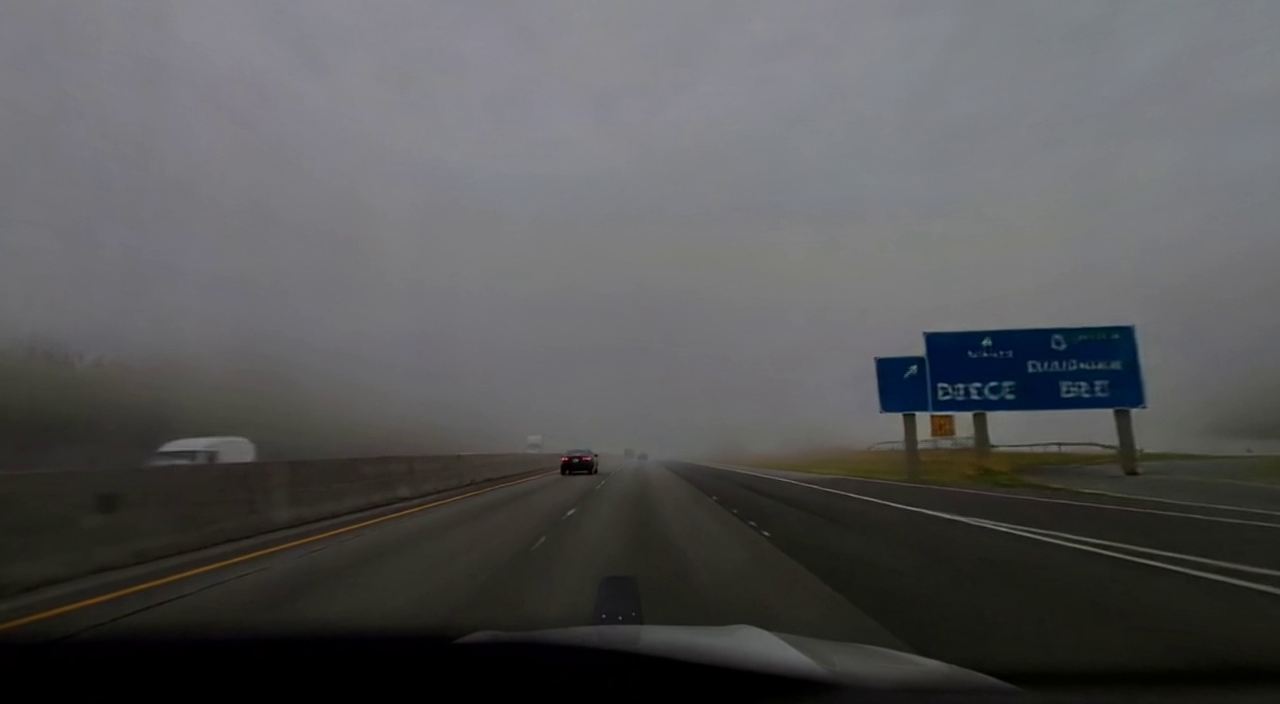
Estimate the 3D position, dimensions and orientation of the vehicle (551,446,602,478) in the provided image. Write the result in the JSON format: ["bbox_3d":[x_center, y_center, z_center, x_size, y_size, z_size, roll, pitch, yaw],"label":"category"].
[{"bbox_3d":[-3.247,5.729,33.140,2.180,1.537,4.459,0,-9,0],"label":"vehicle"}]
